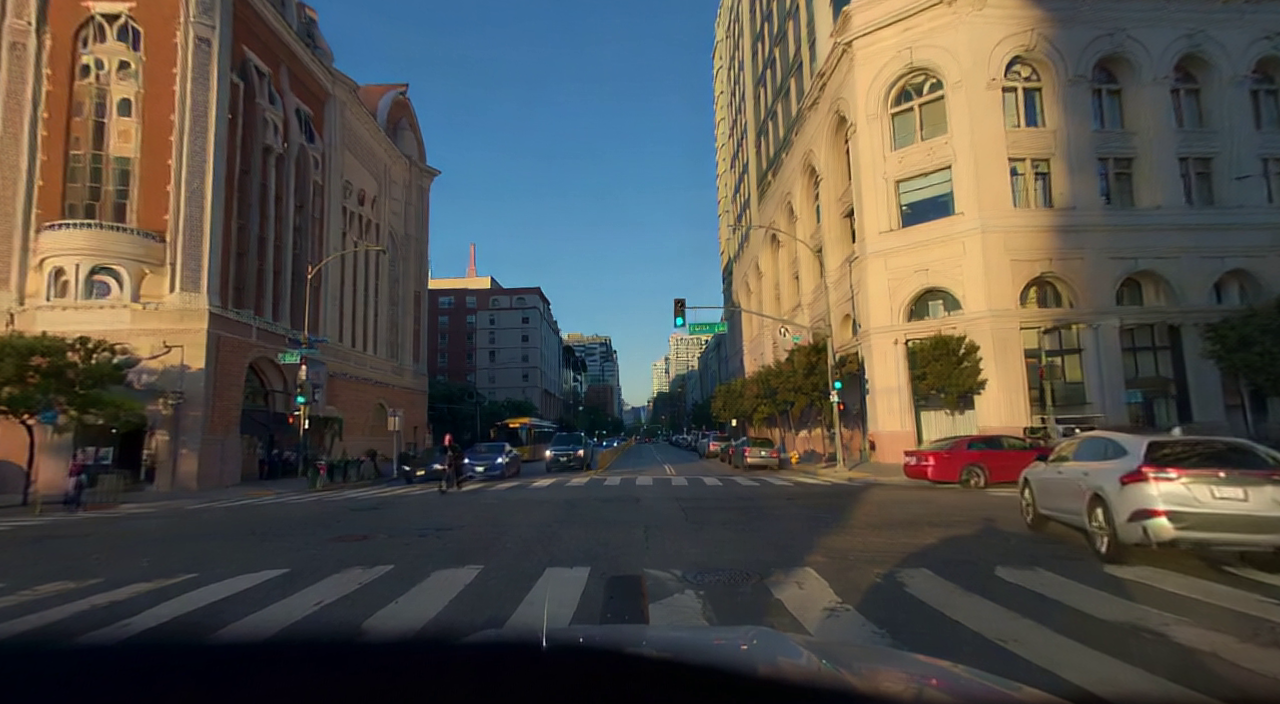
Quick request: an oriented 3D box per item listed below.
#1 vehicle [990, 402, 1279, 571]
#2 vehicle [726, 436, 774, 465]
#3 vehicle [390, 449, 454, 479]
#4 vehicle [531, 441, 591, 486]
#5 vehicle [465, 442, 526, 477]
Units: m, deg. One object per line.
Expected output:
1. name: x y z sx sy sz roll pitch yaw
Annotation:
1. vehicle: 6.213 1.568 8.137 1.912 1.505 4.889 -3 -9 17
2. vehicle: 6.254 5.649 36.298 1.926 1.574 3.961 0 -8 -2
3. vehicle: -11.925 6.127 34.834 1.998 1.505 4.405 0 -8 0
4. vehicle: -2.801 3.948 22.745 1.904 1.402 4.759 1 -8 -6
5. vehicle: -6.663 4.981 29.491 1.861 1.508 4.052 0 -8 0
